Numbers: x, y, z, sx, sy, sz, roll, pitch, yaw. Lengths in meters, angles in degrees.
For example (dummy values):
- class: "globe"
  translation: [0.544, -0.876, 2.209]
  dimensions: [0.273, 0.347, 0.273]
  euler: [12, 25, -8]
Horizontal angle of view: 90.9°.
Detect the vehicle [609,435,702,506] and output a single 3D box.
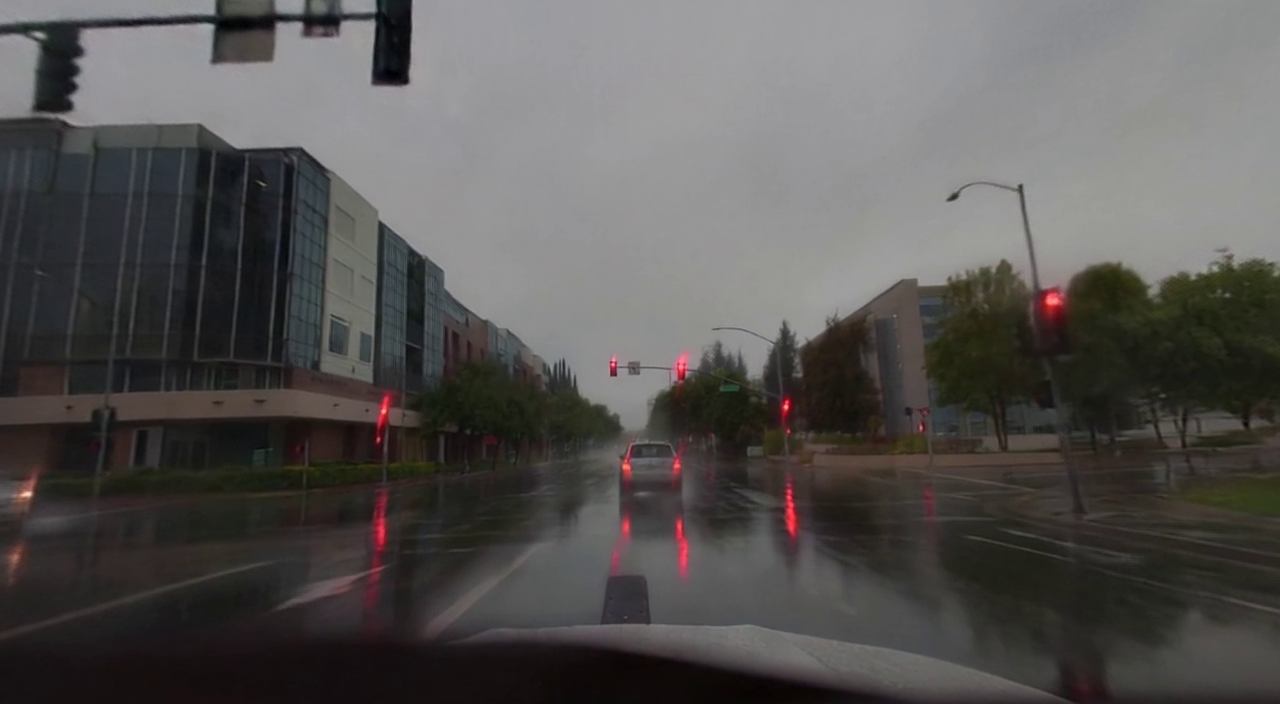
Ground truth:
- class: "vehicle"
  translation: [0.326, 3.115, 16.970]
  dimensions: [2.184, 1.640, 4.086]
  euler: [0, -9, -1]
